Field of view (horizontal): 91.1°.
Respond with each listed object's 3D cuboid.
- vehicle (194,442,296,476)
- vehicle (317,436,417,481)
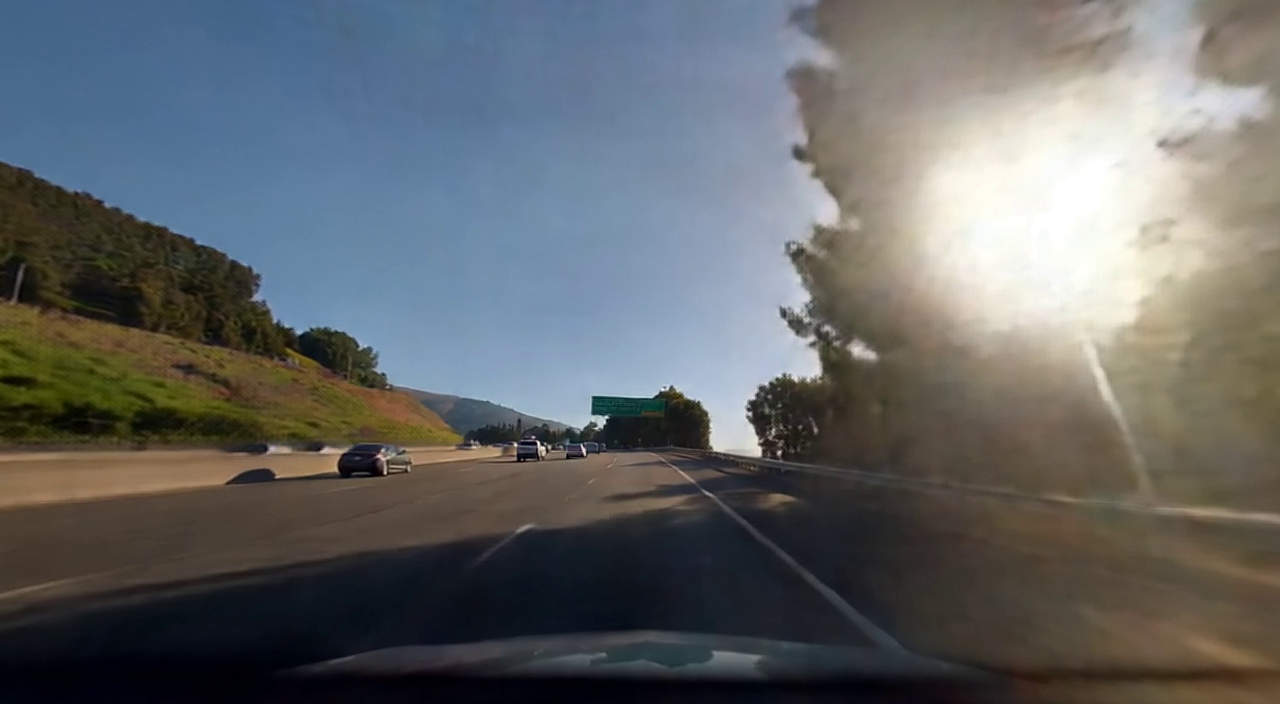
[{"bbox_3d":[-18.467,4.983,29.616,1.847,1.474,4.504,0,-8,1],"label":"vehicle"},{"bbox_3d":[-10.896,4.252,25.446,2.001,1.625,4.528,0,-8,0],"label":"vehicle"}]
